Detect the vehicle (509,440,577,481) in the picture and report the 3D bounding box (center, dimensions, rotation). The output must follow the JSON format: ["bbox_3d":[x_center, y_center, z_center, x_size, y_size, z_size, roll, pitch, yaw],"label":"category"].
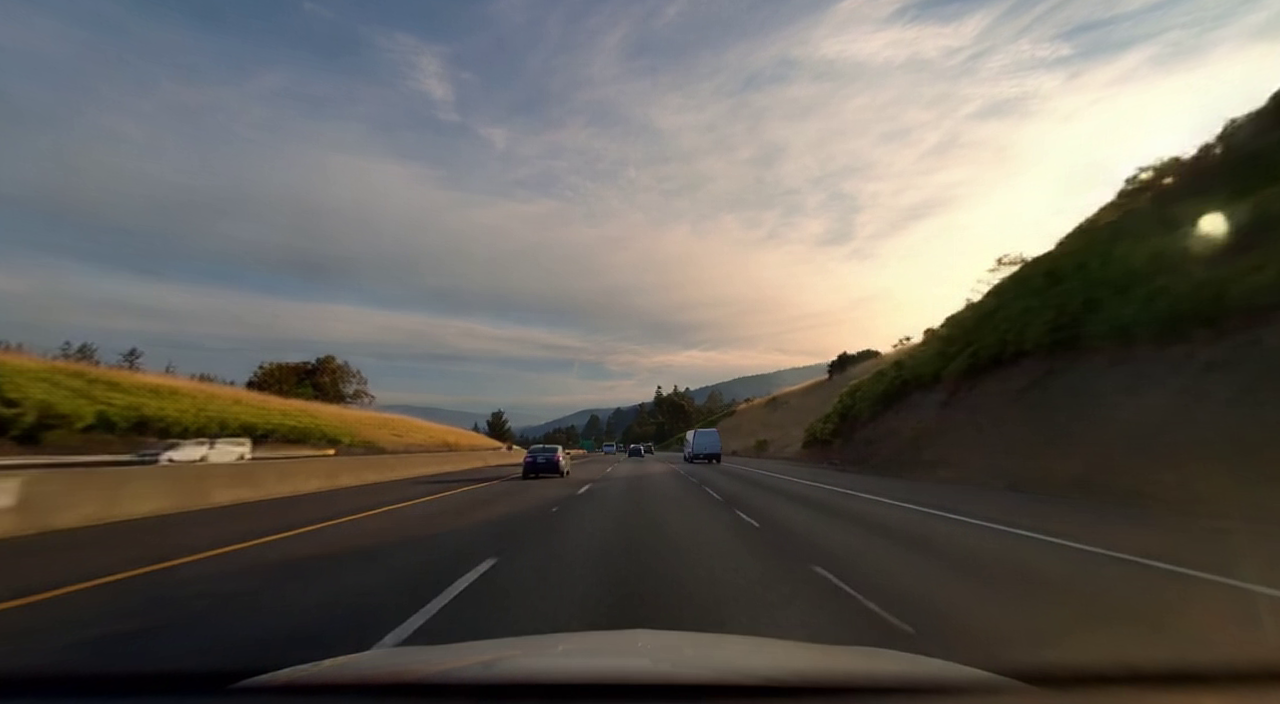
[{"bbox_3d":[-3.856,4.435,25.905,2.054,1.529,4.368,-1,-9,1],"label":"vehicle"}]

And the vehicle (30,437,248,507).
[{"bbox_3d":[-11.386,2.739,14.752,1.937,1.378,3.865,0,-9,-1],"label":"vehicle"}]

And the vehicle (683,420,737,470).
[{"bbox_3d":[3.936,5.407,36.373,2.361,2.636,5.684,0,-9,-1],"label":"vehicle"}]
